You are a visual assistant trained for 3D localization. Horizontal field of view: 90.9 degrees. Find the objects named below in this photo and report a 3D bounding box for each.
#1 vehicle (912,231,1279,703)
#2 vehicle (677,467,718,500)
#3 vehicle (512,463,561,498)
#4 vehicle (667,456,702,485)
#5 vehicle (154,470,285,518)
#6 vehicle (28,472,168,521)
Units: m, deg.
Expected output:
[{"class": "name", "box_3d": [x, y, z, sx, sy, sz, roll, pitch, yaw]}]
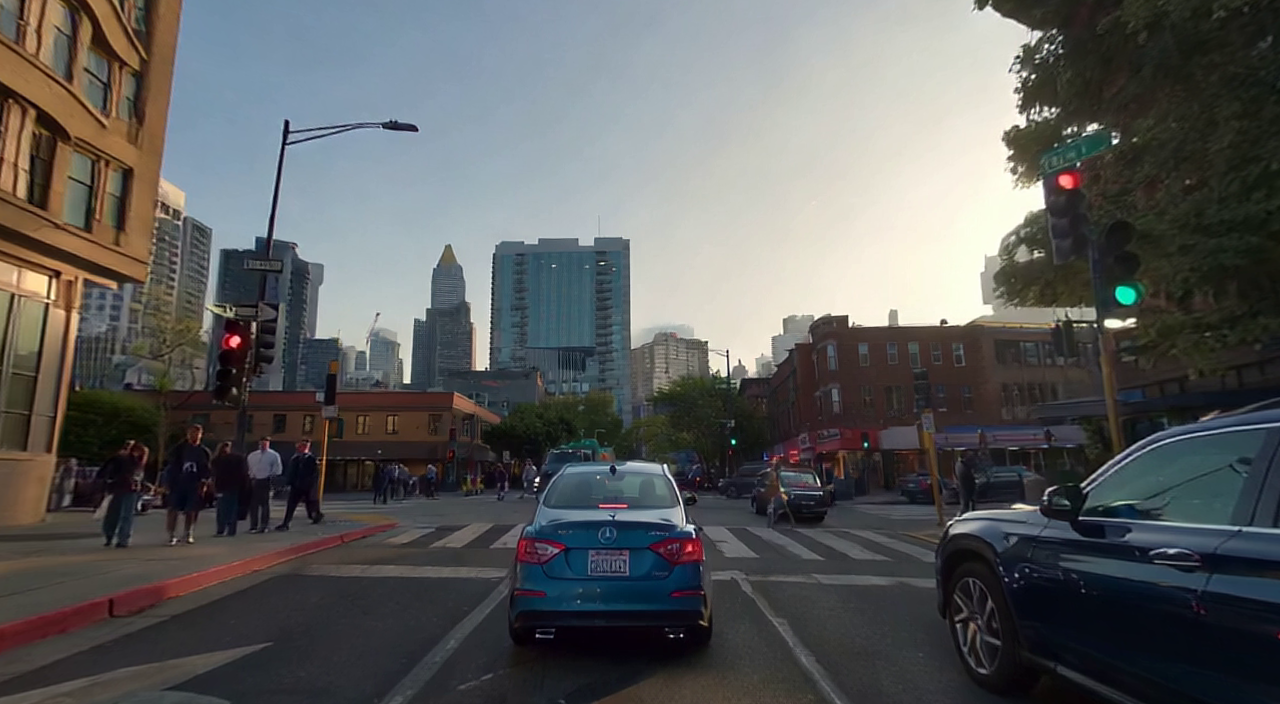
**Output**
[{"class": "vehicle", "box_3d": [3.217, 0.542, 1.250, 2.632, 1.979, 6.096, 0, -9, 0]}, {"class": "vehicle", "box_3d": [3.495, 8.050, 38.860, 1.908, 1.741, 4.066, 0, -9, -3]}, {"class": "vehicle", "box_3d": [-6.344, 7.882, 39.020, 2.226, 1.896, 4.438, -1, -9, 1]}, {"class": "vehicle", "box_3d": [3.327, 8.995, 48.161, 2.365, 1.994, 4.259, 0, -9, 0]}, {"class": "vehicle", "box_3d": [-19.762, 6.683, 29.776, 4.750, 2.083, 2.002, -1, -9, 3]}, {"class": "vehicle", "box_3d": [-25.436, 6.775, 29.708, 4.588, 2.048, 2.110, 0, -9, 0]}]
